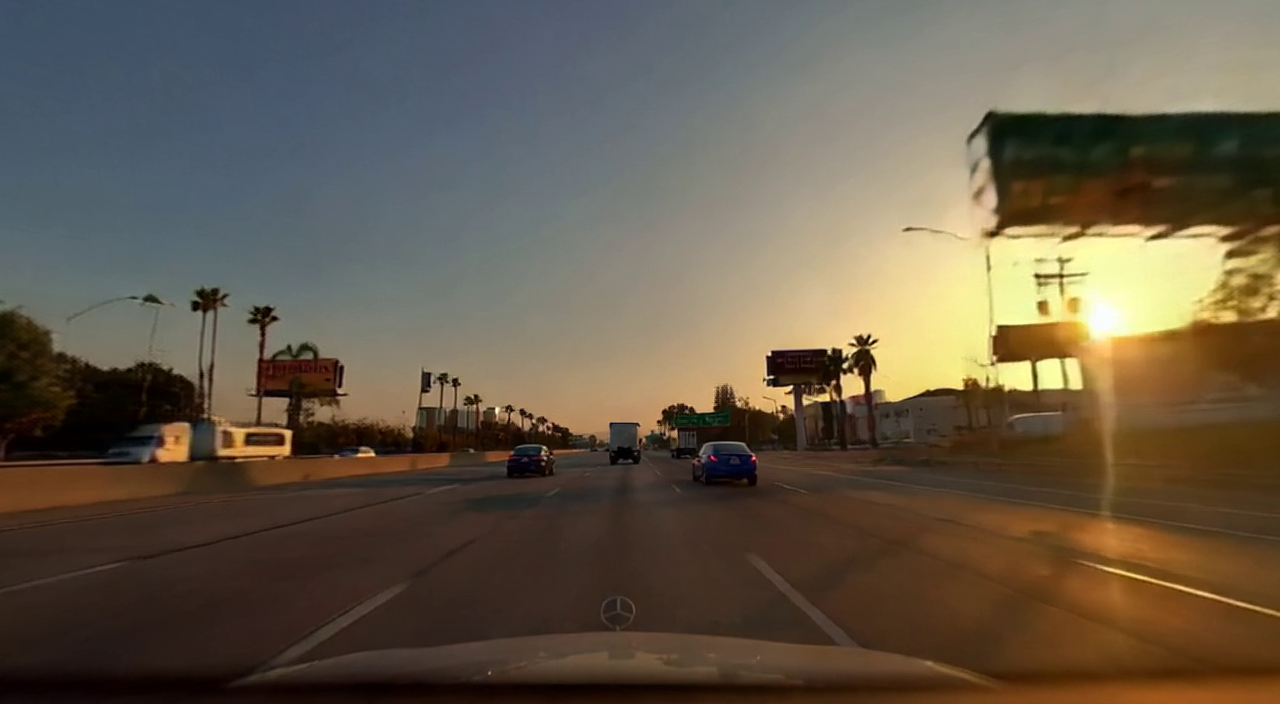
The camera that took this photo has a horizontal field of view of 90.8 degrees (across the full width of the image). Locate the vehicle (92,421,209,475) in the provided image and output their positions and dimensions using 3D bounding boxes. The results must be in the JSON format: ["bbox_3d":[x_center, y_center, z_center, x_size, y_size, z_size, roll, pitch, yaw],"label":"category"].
[{"bbox_3d":[-35.728,7.058,46.501,3.041,3.650,6.644,0,-9,0],"label":"vehicle"}]

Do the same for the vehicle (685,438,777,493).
[{"bbox_3d":[2.842,3.678,20.917,2.175,1.598,4.584,0,-9,-3],"label":"vehicle"}]

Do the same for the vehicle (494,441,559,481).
[{"bbox_3d":[-4.915,4.753,27.968,2.021,1.598,4.887,0,-9,-1],"label":"vehicle"}]

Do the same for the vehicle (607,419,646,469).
[{"bbox_3d":[-0.915,5.968,40.870,2.364,2.953,6.495,0,-9,-2],"label":"vehicle"}]
